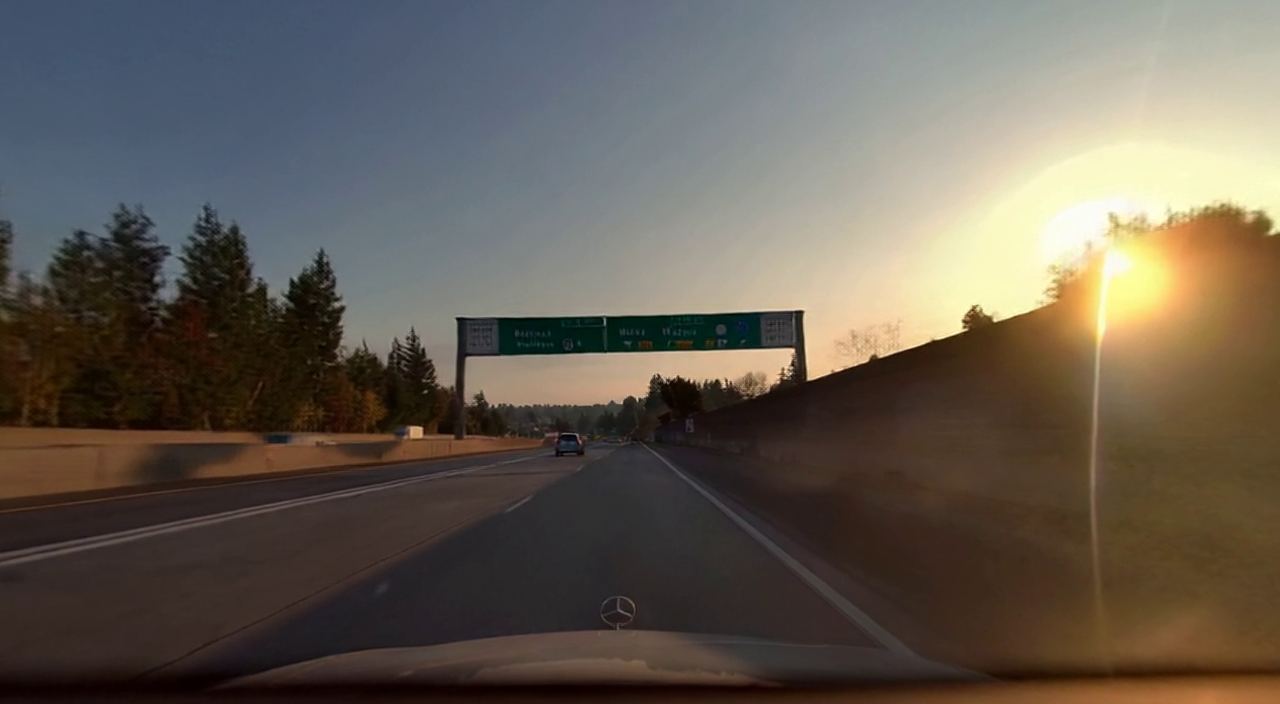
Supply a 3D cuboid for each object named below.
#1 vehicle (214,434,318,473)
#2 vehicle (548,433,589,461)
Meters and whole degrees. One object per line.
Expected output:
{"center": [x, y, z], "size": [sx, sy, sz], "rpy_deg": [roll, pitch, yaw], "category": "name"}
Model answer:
{"center": [-17.570, 4.751, 29.927], "size": [2.045, 1.651, 4.760], "rpy_deg": [0, -8, 0], "category": "vehicle"}
{"center": [-4.473, 5.999, 40.011], "size": [2.129, 1.641, 4.263], "rpy_deg": [0, -8, 0], "category": "vehicle"}
